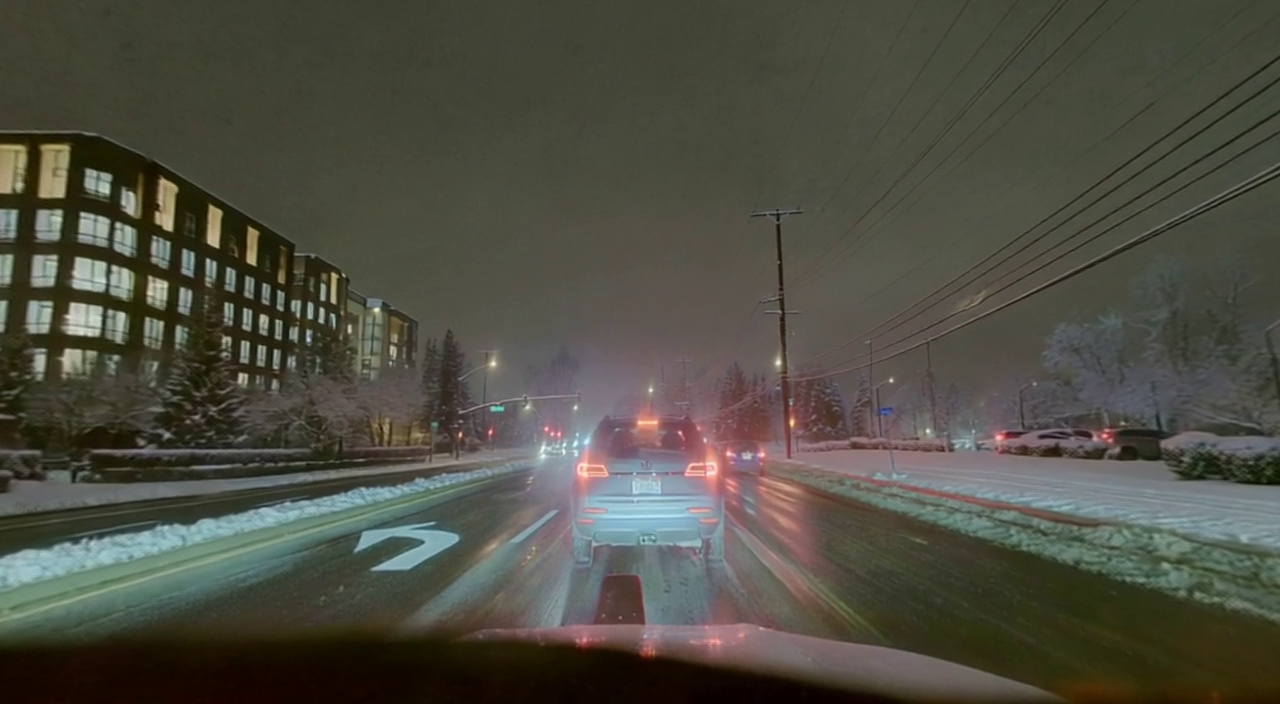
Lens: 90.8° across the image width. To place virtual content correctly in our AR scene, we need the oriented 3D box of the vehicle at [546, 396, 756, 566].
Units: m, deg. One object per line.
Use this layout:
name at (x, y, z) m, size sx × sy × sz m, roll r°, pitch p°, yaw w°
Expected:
vehicle at (0.111, 1.680, 8.875) m, size 2.189 × 1.776 × 4.342 m, roll 0°, pitch -9°, yaw 0°
